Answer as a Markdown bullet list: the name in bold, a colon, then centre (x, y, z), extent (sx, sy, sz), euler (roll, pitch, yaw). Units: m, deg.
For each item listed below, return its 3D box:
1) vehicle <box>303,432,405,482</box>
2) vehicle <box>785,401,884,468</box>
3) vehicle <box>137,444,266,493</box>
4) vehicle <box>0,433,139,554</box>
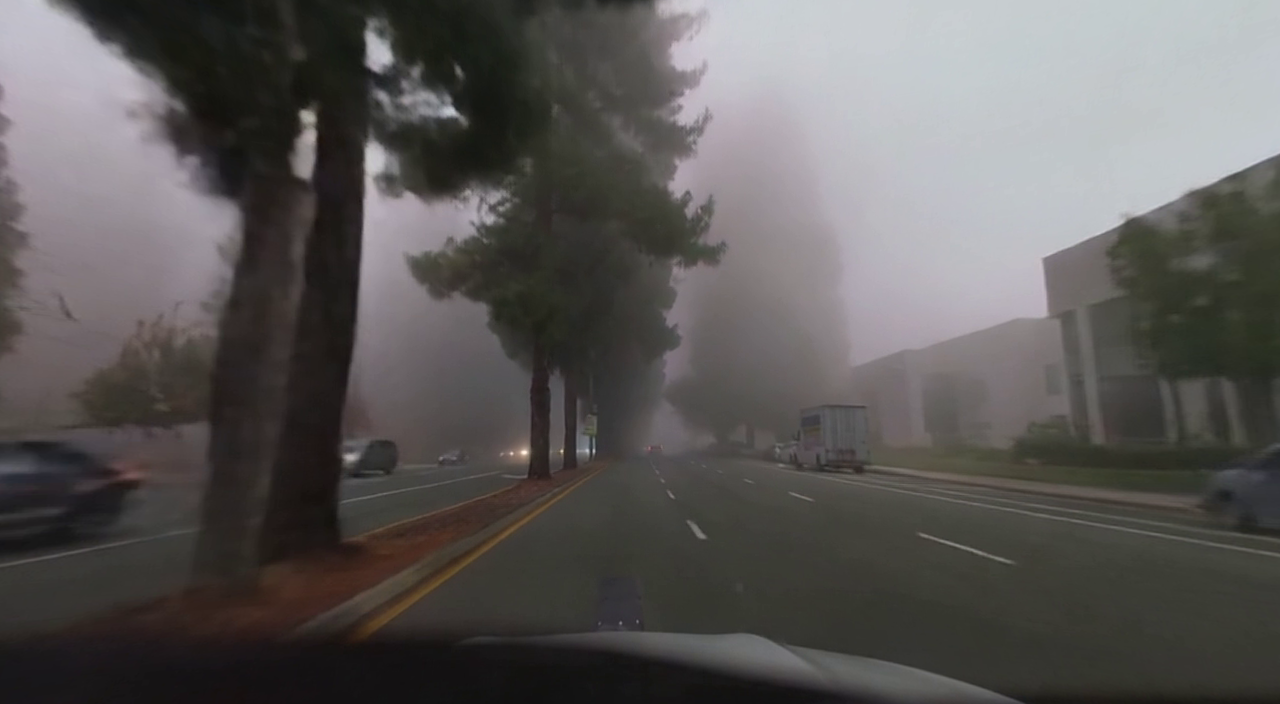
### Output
- **vehicle**: centre (-12.071, 4.459, 27.122), extent (2.180, 1.904, 4.631), euler (0, -8, 0)
- **vehicle**: centre (9.625, 4.266, 32.290), extent (2.670, 3.016, 7.732), euler (0, -8, 1)
- **vehicle**: centre (-15.343, 4.057, 22.411), extent (1.765, 1.560, 3.902), euler (0, -8, -1)
- **vehicle**: centre (-8.906, 1.703, 7.498), extent (2.001, 1.477, 4.754), euler (0, -8, 0)
